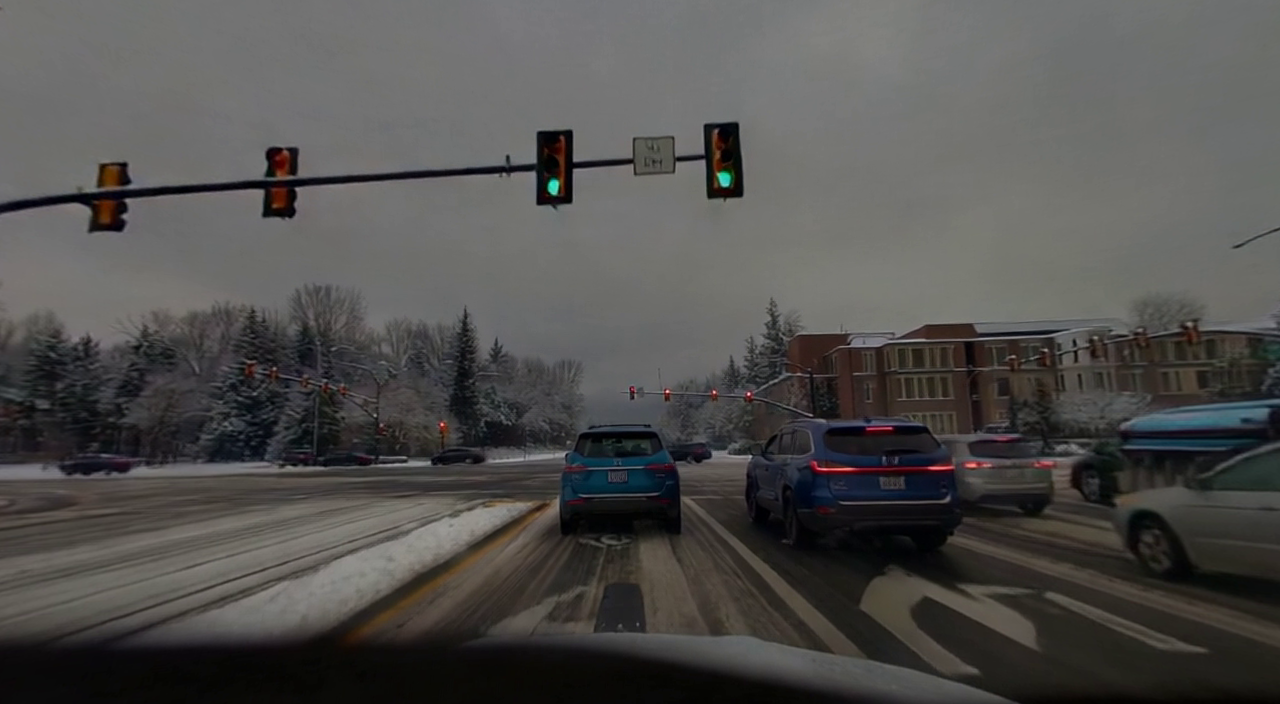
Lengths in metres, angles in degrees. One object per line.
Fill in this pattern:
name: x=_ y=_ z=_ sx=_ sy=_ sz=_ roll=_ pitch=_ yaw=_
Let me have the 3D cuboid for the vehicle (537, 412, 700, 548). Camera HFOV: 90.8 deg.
vehicle: x=-0.305 y=1.920 z=10.082 sx=2.039 sy=1.698 sz=4.144 roll=0 pitch=-8 yaw=-1

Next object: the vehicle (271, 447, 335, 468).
vehicle: x=-26.521 y=8.305 z=49.727 sx=4.253 sy=1.610 sz=1.800 roll=-3 pitch=-9 yaw=16

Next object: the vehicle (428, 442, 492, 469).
vehicle: x=-12.218 y=6.942 z=42.752 sx=4.318 sy=1.712 sz=2.188 roll=-8 pitch=-12 yaw=43

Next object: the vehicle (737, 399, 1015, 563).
vehicle: x=2.969 y=1.755 z=9.272 sx=2.228 sy=1.798 sz=4.370 roll=0 pitch=-8 yaw=-2

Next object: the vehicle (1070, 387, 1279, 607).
vehicle: x=6.155 y=1.129 z=4.847 sx=2.049 sy=1.743 sz=5.146 roll=0 pitch=-8 yaw=0
